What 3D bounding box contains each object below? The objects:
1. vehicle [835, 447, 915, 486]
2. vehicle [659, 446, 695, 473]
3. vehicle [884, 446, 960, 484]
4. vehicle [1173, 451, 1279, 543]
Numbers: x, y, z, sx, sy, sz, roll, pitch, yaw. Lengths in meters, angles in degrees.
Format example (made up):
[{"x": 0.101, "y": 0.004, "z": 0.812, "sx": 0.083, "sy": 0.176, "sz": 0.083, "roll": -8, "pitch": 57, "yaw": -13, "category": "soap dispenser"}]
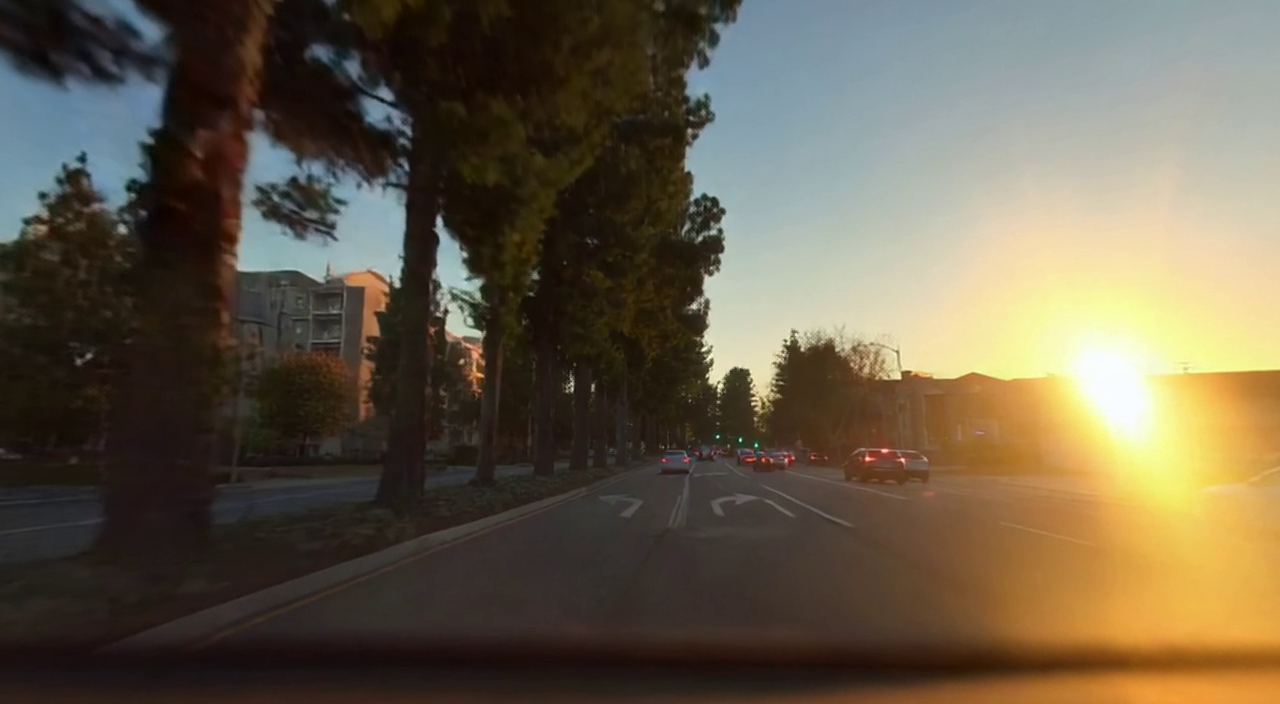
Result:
[{"x": 9.624, "y": 4.695, "z": 26.242, "sx": 2.020, "sy": 1.472, "sz": 3.958, "roll": -1, "pitch": -9, "yaw": 4, "category": "vehicle"}, {"x": 2.224, "y": 6.430, "z": 38.043, "sx": 2.077, "sy": 1.477, "sz": 3.897, "roll": 0, "pitch": -8, "yaw": 3, "category": "vehicle"}, {"x": 13.611, "y": 5.446, "z": 30.756, "sx": 1.945, "sy": 1.687, "sz": 4.292, "roll": -1, "pitch": -8, "yaw": 4, "category": "vehicle"}, {"x": 11.606, "y": 2.403, "z": 10.361, "sx": 1.888, "sy": 1.508, "sz": 4.646, "roll": -1, "pitch": -9, "yaw": 4, "category": "vehicle"}]
